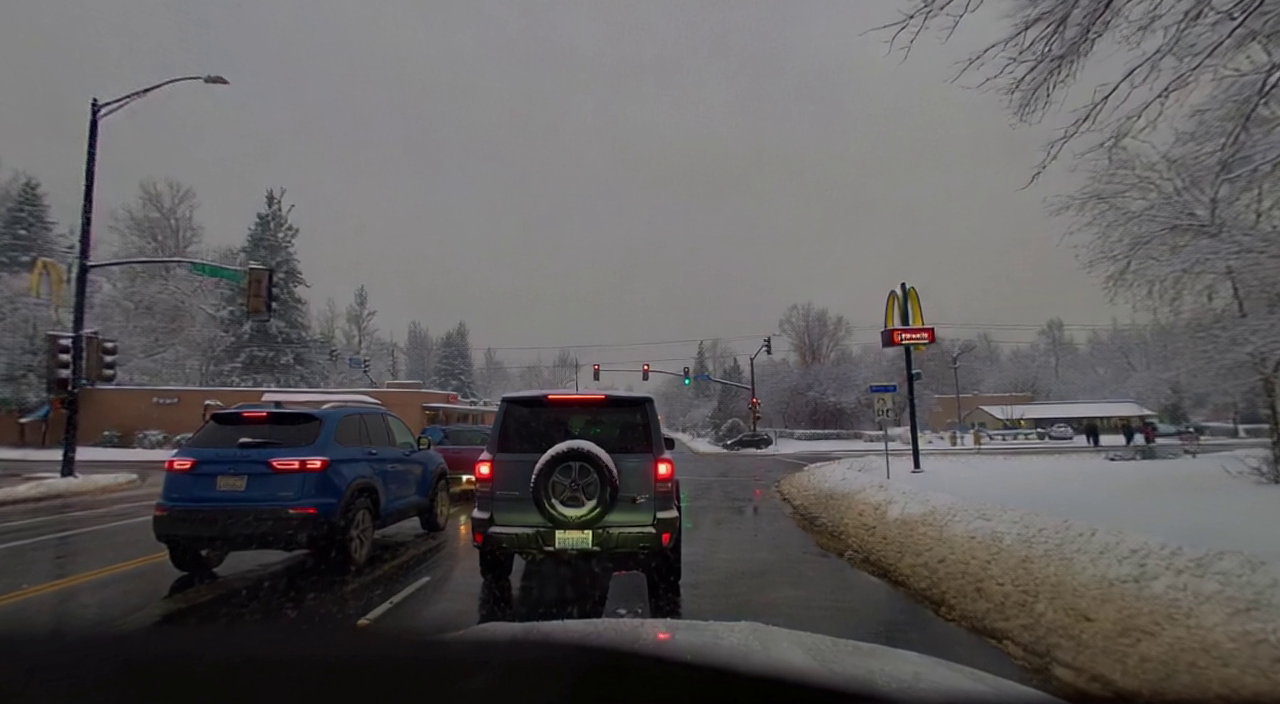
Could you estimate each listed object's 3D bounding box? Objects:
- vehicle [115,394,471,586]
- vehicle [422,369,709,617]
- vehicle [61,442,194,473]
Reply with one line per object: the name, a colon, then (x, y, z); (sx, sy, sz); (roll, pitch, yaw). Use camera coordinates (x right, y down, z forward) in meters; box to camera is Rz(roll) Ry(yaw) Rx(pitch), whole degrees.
vehicle: (-3.915, 1.649, 8.336); (2.130, 1.819, 4.497); (0, -8, 0)
vehicle: (-0.631, 1.439, 7.341); (2.224, 1.923, 4.643); (0, -8, -1)
vehicle: (-25.258, 5.190, 31.360); (4.713, 1.445, 1.887); (4, -9, -24)
